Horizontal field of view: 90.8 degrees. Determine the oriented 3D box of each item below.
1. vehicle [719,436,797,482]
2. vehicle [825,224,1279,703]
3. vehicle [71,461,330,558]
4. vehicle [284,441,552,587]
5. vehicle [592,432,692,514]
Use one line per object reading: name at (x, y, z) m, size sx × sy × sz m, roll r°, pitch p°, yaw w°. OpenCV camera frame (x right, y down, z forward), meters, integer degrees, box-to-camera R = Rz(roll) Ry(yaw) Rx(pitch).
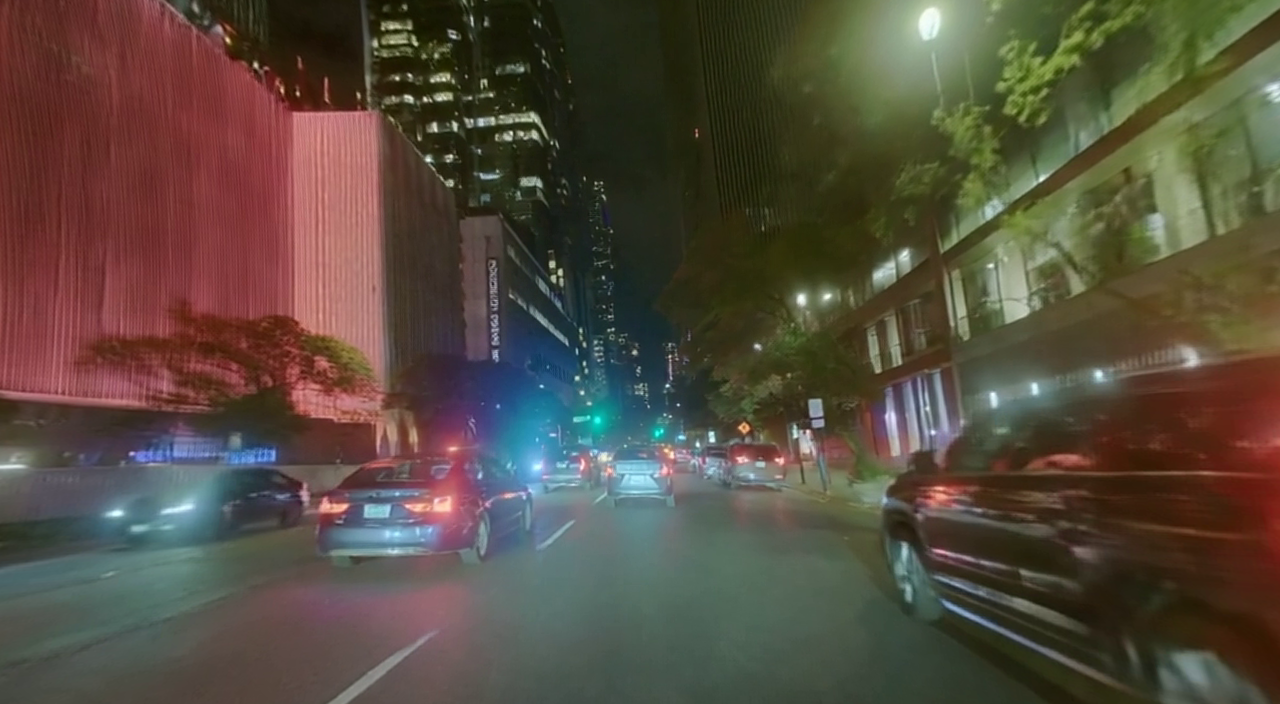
vehicle at (4.100, 3.744, 22.587) m, size 2.065 × 1.461 × 4.181 m, roll 0°, pitch -8°, yaw 1°
vehicle at (2.999, 0.897, 3.682) m, size 2.352 × 1.953 × 4.798 m, roll 0°, pitch -8°, yaw 0°
vehicle at (-8.682, 3.095, 13.173) m, size 1.920 × 1.492 × 4.624 m, roll 1°, pitch -8°, yaw 2°
vehicle at (-2.611, 2.006, 8.770) m, size 1.940 × 1.481 × 4.376 m, roll -1°, pitch -8°, yaw 3°
vehicle at (0.114, 2.825, 15.200) m, size 2.076 × 1.667 × 3.948 m, roll -1°, pitch -8°, yaw 3°
